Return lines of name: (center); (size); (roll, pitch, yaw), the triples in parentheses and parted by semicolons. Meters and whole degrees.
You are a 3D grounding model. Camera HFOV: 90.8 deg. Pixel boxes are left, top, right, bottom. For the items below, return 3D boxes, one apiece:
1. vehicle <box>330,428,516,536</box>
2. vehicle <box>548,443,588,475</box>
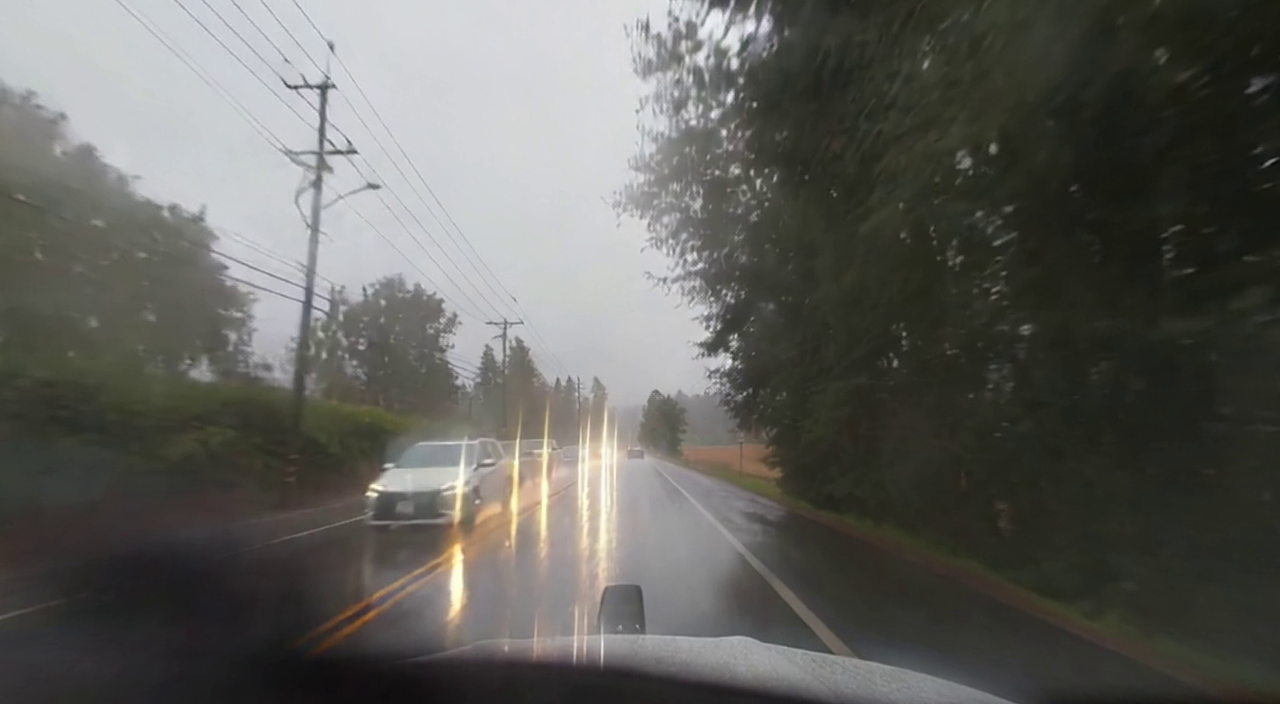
vehicle: (-4.041, 2.456, 12.785); (2.238, 1.674, 4.657); (-2, -8, -2)
vehicle: (-4.337, 6.478, 38.678); (2.070, 1.665, 4.554); (-3, -7, -3)
